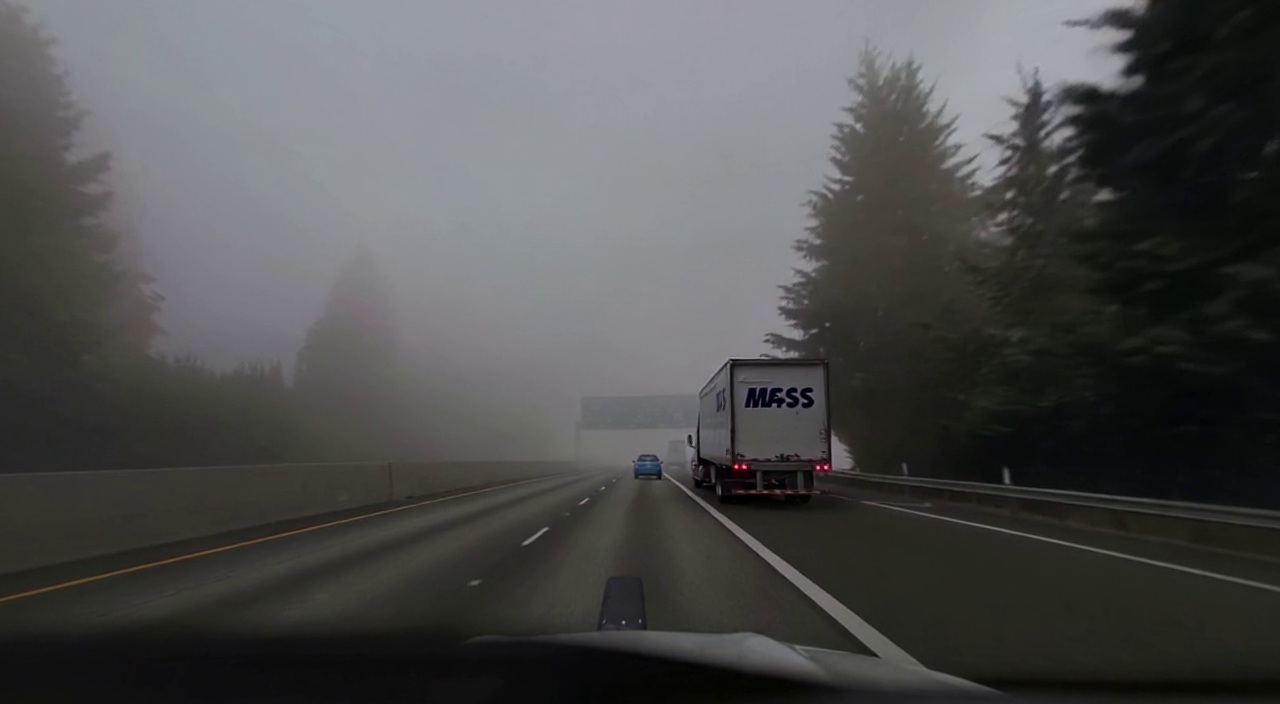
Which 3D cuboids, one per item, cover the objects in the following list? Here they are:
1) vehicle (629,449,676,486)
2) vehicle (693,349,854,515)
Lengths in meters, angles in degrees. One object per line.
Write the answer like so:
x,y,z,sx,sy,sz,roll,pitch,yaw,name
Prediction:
0.584,5.513,30.306,2.121,1.642,3.828,0,-9,1,vehicle
3.889,3.053,22.787,3.002,4.104,14.174,0,-9,1,vehicle
